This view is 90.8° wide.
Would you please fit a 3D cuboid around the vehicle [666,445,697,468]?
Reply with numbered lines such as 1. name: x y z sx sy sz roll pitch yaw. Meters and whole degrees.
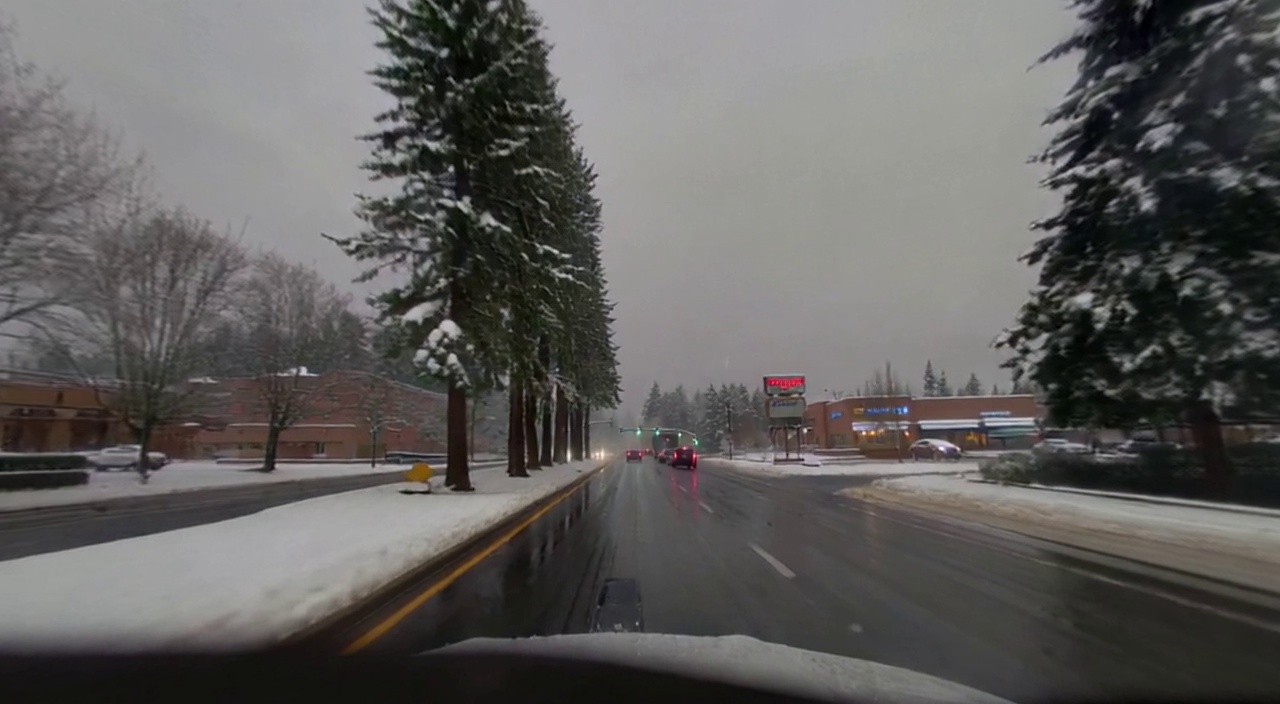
1. vehicle: 3.156 8.078 49.066 2.041 1.531 4.236 1 -8 -1

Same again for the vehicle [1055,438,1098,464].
1. vehicle: 34.155 7.692 49.524 2.181 1.901 4.222 -4 -9 28

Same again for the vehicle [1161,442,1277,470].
1. vehicle: 34.872 6.204 38.175 1.853 1.552 4.707 4 -9 -30

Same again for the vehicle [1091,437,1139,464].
1. vehicle: 36.738 7.612 48.981 2.160 1.948 4.256 -3 -9 27

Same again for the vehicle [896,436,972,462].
1. vehicle: 20.619 6.822 44.420 4.210 1.727 2.227 1 -8 -8
